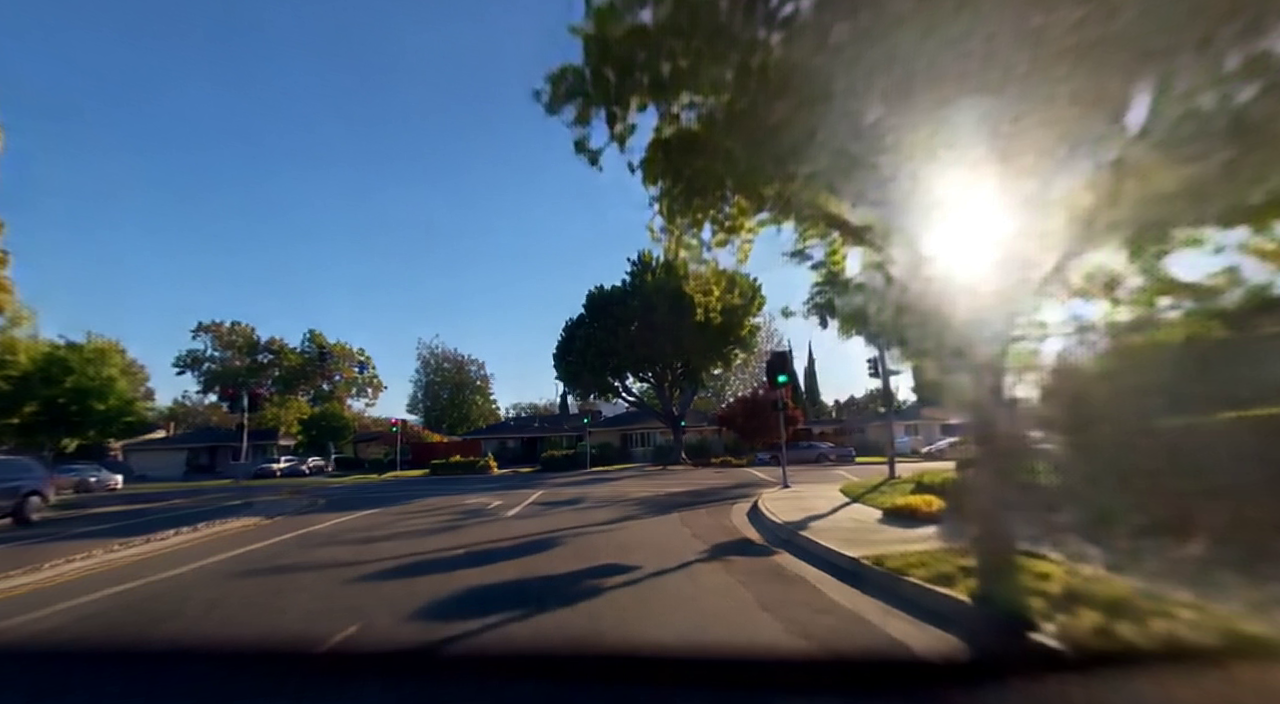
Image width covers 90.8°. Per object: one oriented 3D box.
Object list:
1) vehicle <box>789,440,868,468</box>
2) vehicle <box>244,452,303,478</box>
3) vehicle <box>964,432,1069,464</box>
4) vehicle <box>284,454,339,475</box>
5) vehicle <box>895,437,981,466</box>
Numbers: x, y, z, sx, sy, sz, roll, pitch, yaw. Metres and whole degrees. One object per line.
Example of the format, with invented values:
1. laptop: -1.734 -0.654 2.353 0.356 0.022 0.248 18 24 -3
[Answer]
1. vehicle: 10.538 5.732 35.492 3.815 1.504 1.790 0 -8 0
2. vehicle: -28.208 8.684 48.734 1.967 1.779 4.159 0 -8 1
3. vehicle: 21.020 5.371 35.401 4.510 1.673 2.030 0 -8 -2
4. vehicle: -25.303 8.684 48.872 1.817 1.488 4.631 0 -8 -1
5. vehicle: 18.356 6.156 39.101 4.326 1.672 1.903 0 -8 0
